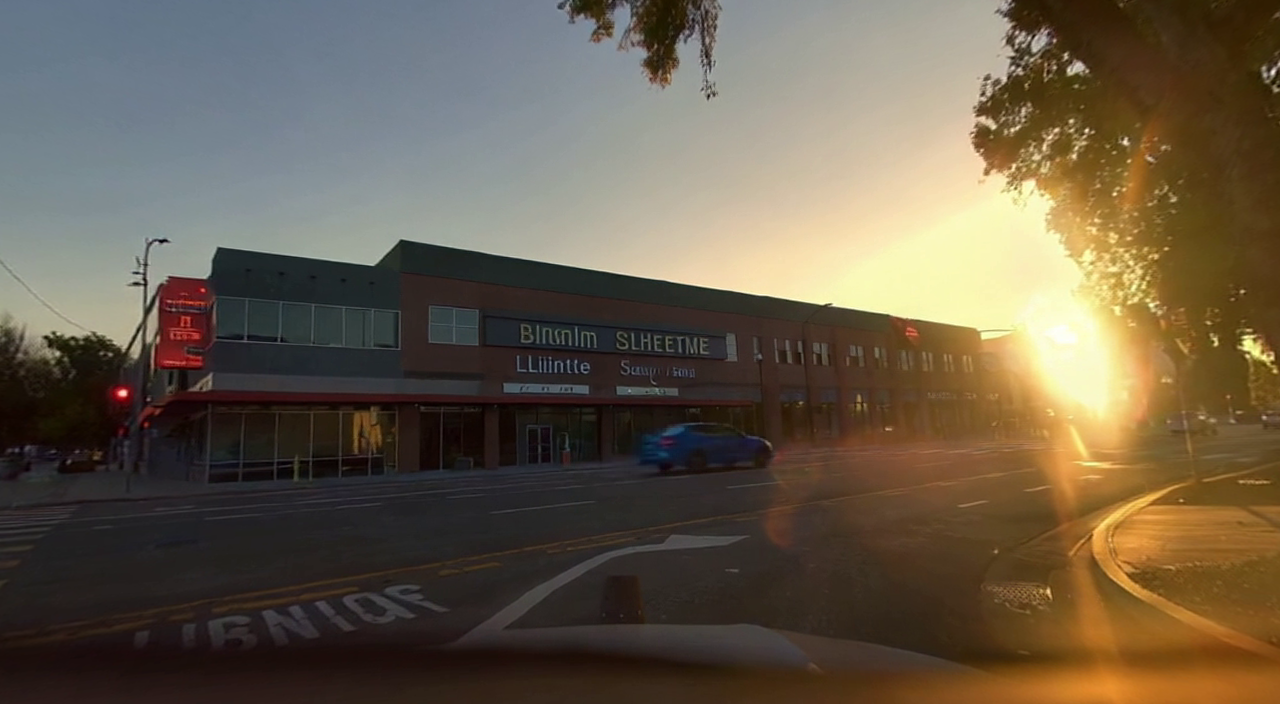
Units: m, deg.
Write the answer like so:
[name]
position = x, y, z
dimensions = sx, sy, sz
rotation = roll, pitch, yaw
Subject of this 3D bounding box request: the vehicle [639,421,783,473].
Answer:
[vehicle]
position = 2.309, 3.021, 20.146
dimensions = 4.442, 1.458, 1.902
rotation = 6, -11, -36
